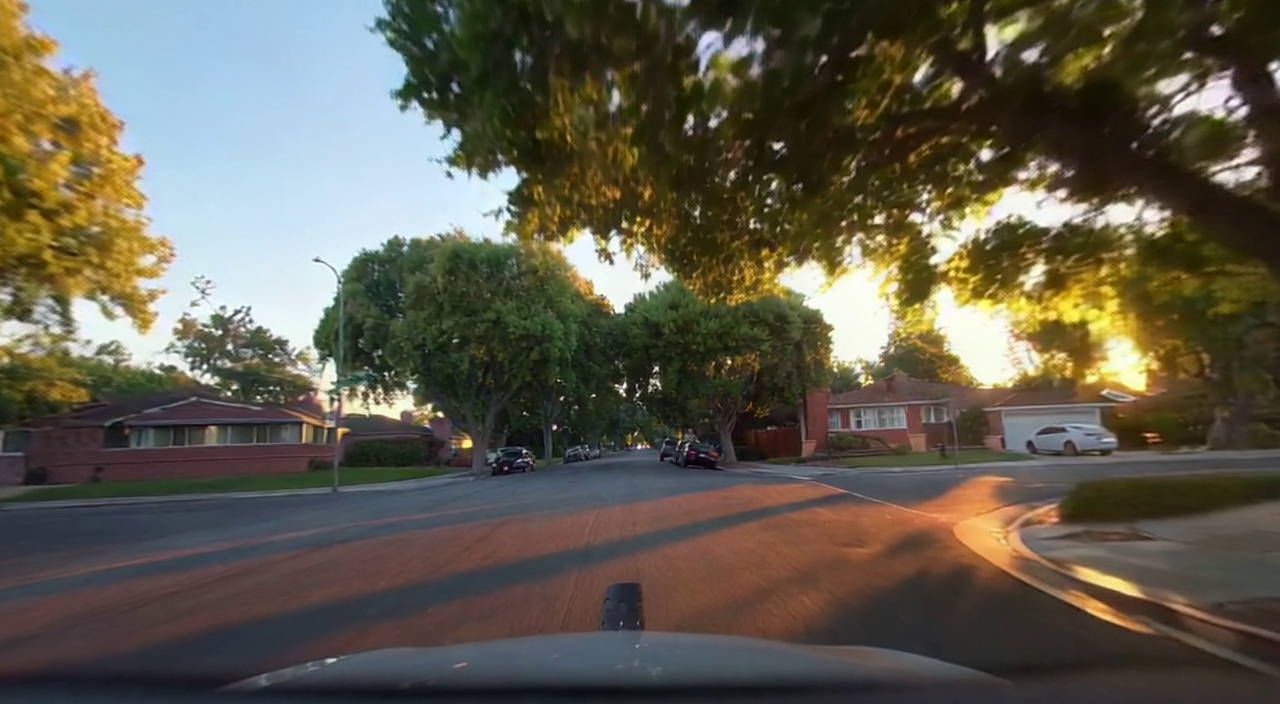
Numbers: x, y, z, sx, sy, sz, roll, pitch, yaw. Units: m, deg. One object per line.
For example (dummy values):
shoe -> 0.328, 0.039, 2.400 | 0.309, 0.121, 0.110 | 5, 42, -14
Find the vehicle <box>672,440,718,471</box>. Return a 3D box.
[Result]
vehicle -> 2.892, 5.504, 33.811 | 1.881, 1.487, 4.183 | 0, -8, -3

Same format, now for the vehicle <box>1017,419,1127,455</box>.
vehicle -> 19.441, 3.892, 28.716 | 1.839, 1.466, 4.486 | 1, -8, 1
